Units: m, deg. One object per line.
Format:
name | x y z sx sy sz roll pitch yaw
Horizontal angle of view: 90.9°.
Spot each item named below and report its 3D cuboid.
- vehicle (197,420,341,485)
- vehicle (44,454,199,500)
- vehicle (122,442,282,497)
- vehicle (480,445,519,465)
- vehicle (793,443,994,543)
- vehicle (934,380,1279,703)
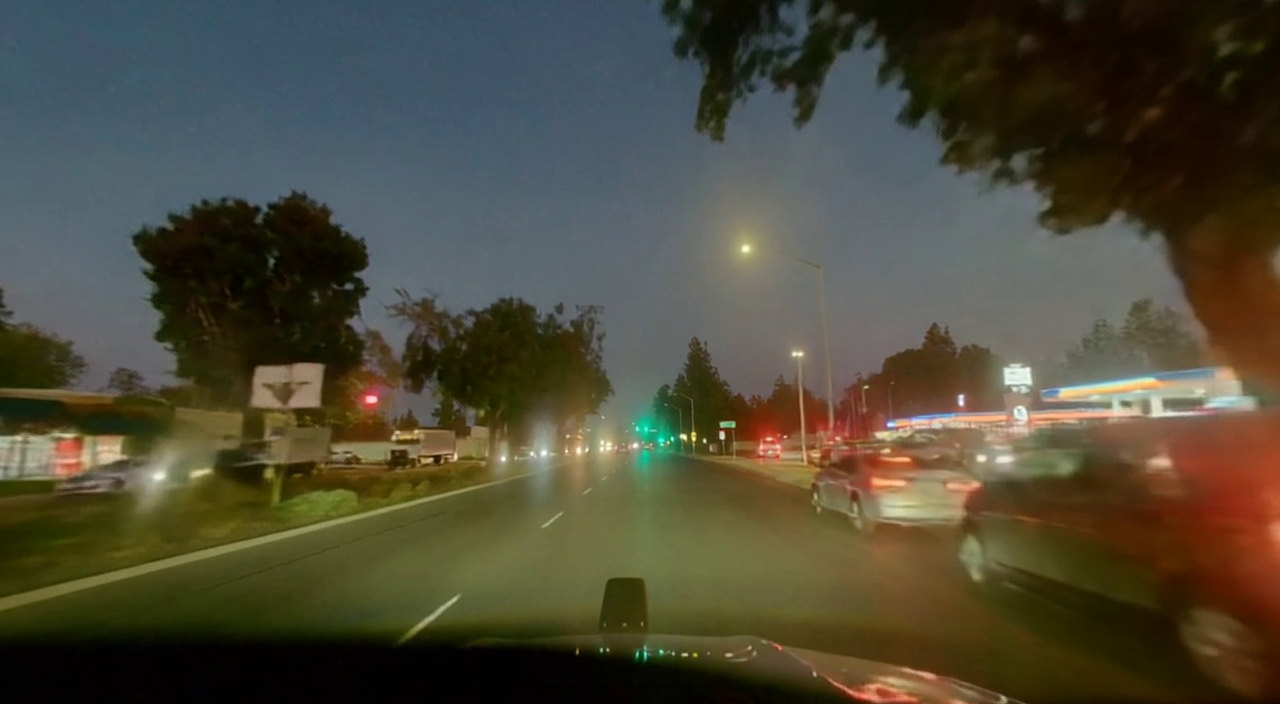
vehicle | -18.693 5.130 32.475 2.837 2.953 7.214 0 -9 2
vehicle | -18.883 4.539 23.292 1.817 1.460 4.524 0 -9 1
vehicle | -14.508 3.881 21.290 1.977 1.619 4.612 0 -9 1
vehicle | -10.956 8.033 49.452 1.860 1.495 4.409 0 -9 2
vehicle | 4.200 2.384 11.429 1.963 1.411 4.637 -1 -9 3
vehicle | 4.309 1.224 4.594 2.179 1.709 4.512 0 -9 1
